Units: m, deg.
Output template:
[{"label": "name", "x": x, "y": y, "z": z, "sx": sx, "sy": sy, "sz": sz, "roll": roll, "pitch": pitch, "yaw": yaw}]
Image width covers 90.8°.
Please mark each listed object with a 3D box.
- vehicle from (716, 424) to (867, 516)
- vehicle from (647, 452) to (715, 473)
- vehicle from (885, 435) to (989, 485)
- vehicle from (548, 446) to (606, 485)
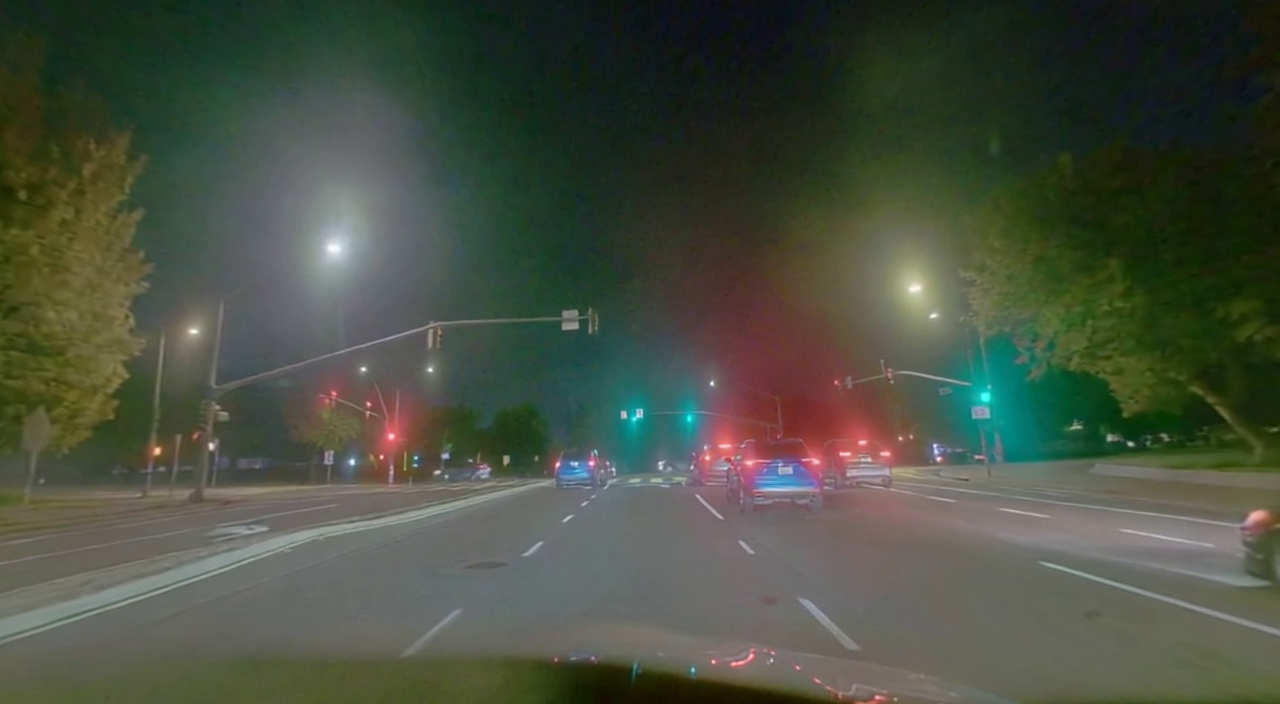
[{"label": "vehicle", "x": 3.204, "y": 2.645, "z": 14.586, "sx": 2.247, "sy": 1.738, "sz": 4.818, "roll": 0, "pitch": -9, "yaw": 0}, {"label": "vehicle", "x": 3.012, "y": 8.202, "z": 46.973, "sx": 4.912, "sy": 1.479, "sz": 1.882, "roll": -1, "pitch": -9, "yaw": 0}, {"label": "vehicle", "x": 11.459, "y": 4.198, "z": 24.747, "sx": 1.971, "sy": 1.746, "sz": 4.271, "roll": 0, "pitch": -9, "yaw": 1}, {"label": "vehicle", "x": -2.632, "y": 4.843, "z": 27.206, "sx": 1.969, "sy": 1.513, "sz": 3.773, "roll": -1, "pitch": -9, "yaw": 2}]
